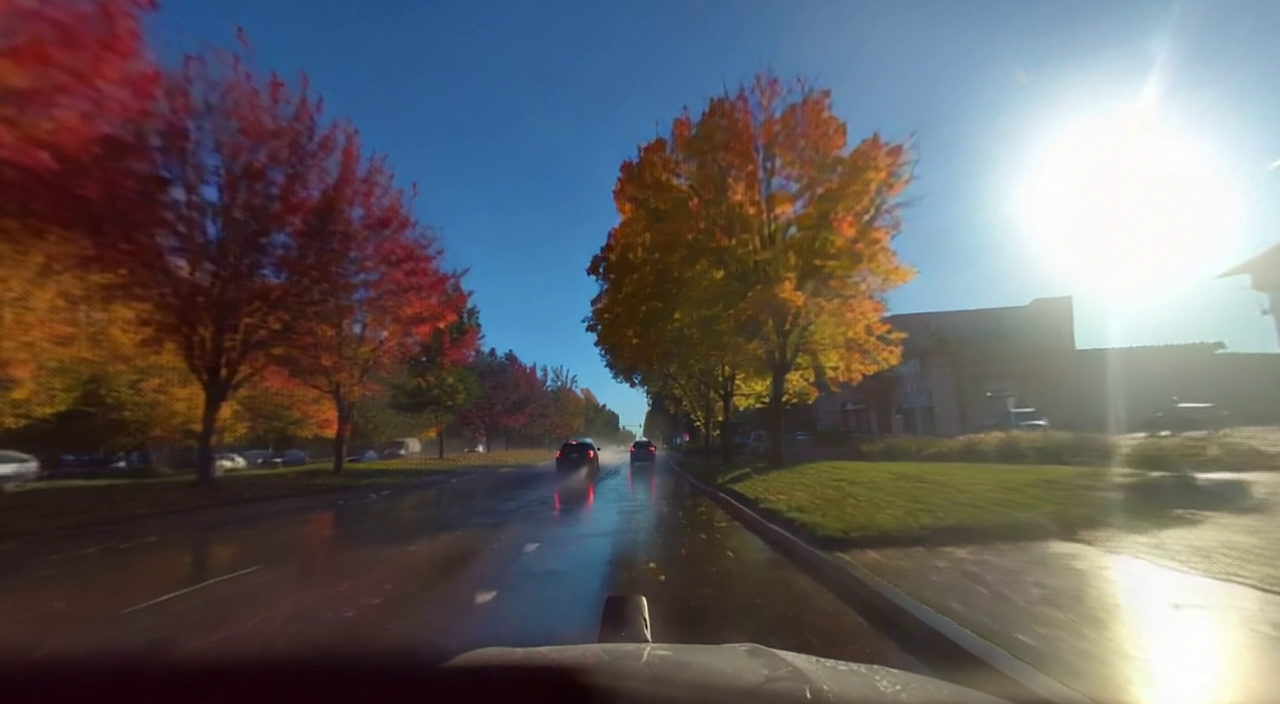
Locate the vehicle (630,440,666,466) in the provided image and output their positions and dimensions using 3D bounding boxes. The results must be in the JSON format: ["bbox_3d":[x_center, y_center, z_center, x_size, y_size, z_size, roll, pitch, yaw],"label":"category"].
[{"bbox_3d":[0.479,6.084,38.206,2.040,1.493,3.682,0,-8,0],"label":"vehicle"}]

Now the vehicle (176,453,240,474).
[{"bbox_3d":[-33.408,8.642,48.866,1.773,1.477,4.319,-1,-9,2],"label":"vehicle"}]

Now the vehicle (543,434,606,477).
[{"bbox_3d":[-2.775,4.512,27.655,2.197,1.709,4.069,0,-8,2],"label":"vehicle"}]
